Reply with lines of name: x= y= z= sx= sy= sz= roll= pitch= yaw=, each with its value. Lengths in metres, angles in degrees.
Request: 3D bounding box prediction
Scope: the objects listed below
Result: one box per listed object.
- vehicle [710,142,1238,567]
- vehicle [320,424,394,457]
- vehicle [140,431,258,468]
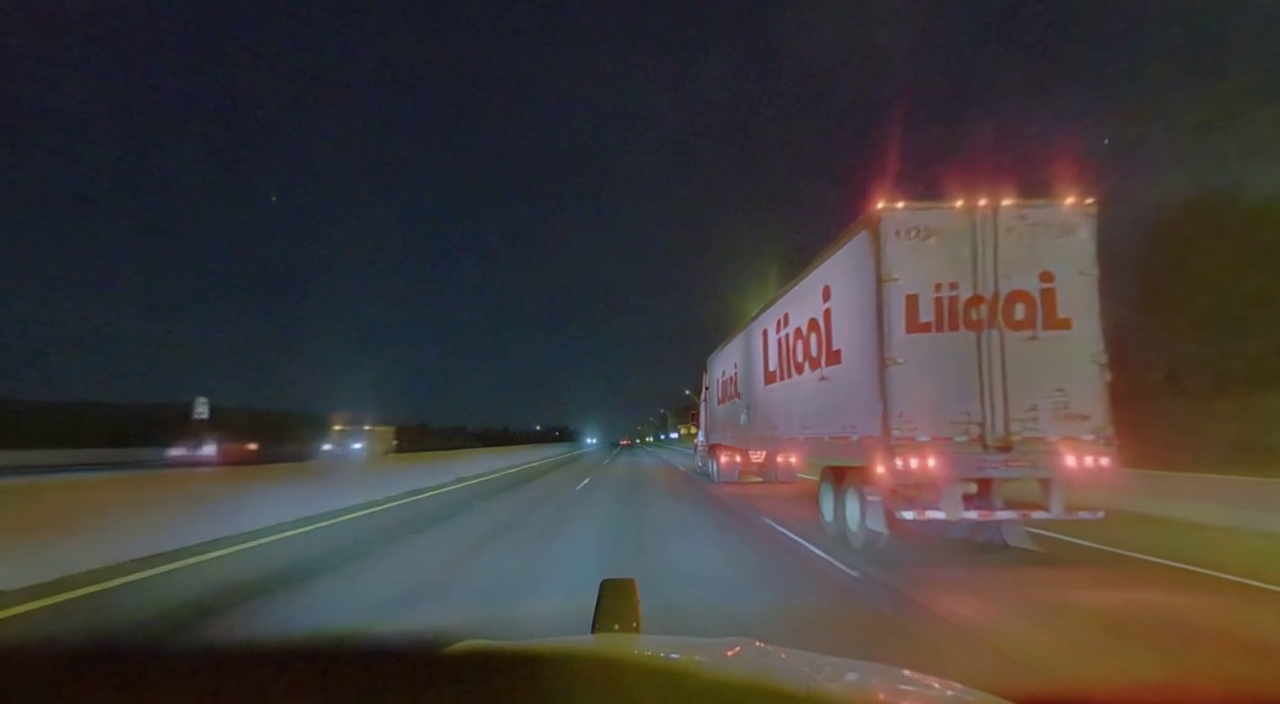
vehicle: x=3.987 y=0.912 z=13.457 sx=3.034 sy=4.194 sz=14.704 roll=0 pitch=-8 yaw=-1
vehicle: x=-15.457 y=4.863 z=34.597 sx=1.915 sy=1.657 sz=4.532 roll=0 pitch=-8 yaw=1
vehicle: x=-19.254 y=4.259 z=27.746 sx=1.891 sy=1.495 sz=4.650 roll=0 pitch=-8 yaw=-1
